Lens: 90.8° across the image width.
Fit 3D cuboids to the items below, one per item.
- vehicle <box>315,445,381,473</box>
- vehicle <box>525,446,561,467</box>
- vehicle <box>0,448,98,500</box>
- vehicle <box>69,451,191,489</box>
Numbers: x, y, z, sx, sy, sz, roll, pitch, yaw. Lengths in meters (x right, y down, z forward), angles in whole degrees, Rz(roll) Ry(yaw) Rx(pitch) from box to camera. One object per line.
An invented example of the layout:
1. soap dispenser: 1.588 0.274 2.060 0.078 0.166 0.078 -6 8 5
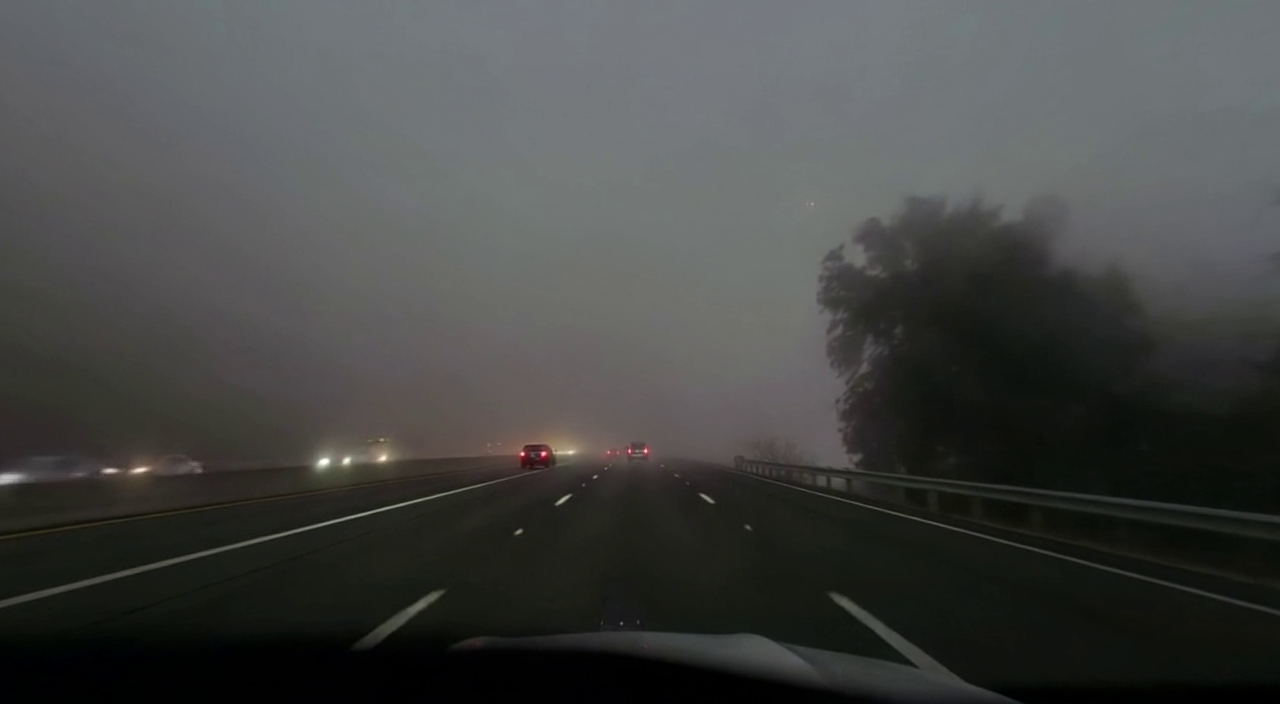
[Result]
1. vehicle: -19.302 7.092 42.027 1.959 1.678 5.042 0 -9 0
2. vehicle: -7.265 7.937 47.856 1.973 1.494 4.419 0 -9 1
3. vehicle: -19.070 3.653 19.034 1.780 1.466 3.993 0 -9 1
4. vehicle: -22.834 5.271 28.502 1.872 1.519 4.325 0 -9 0
